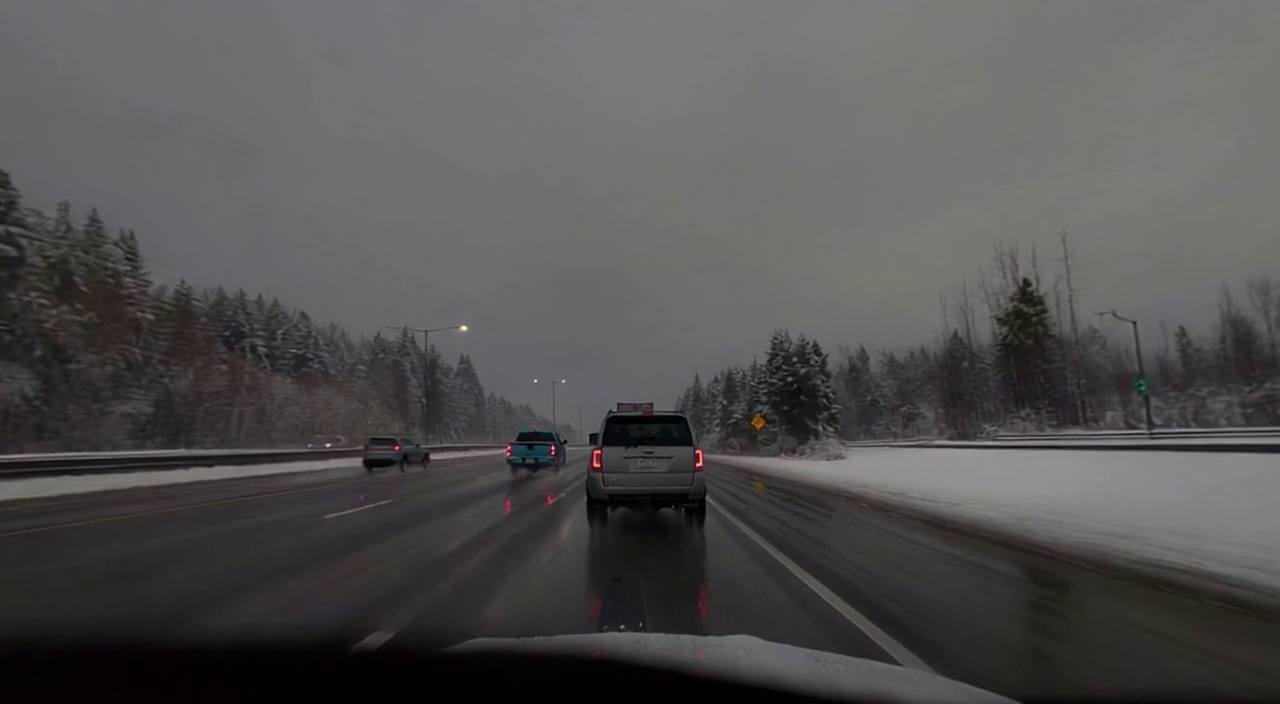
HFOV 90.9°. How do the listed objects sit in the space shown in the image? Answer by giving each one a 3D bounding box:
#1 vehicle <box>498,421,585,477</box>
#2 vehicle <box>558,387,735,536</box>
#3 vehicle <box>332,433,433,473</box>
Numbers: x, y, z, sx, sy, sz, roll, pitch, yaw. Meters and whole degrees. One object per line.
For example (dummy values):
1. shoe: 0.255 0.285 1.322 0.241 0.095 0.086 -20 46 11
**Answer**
1. vehicle: -3.779 3.887 25.388 2.486 1.962 5.525 0 -8 1
2. vehicle: 0.094 1.832 11.025 2.395 2.013 4.734 0 -8 0
3. vehicle: -10.303 4.085 25.684 2.002 1.484 4.798 0 -8 1
